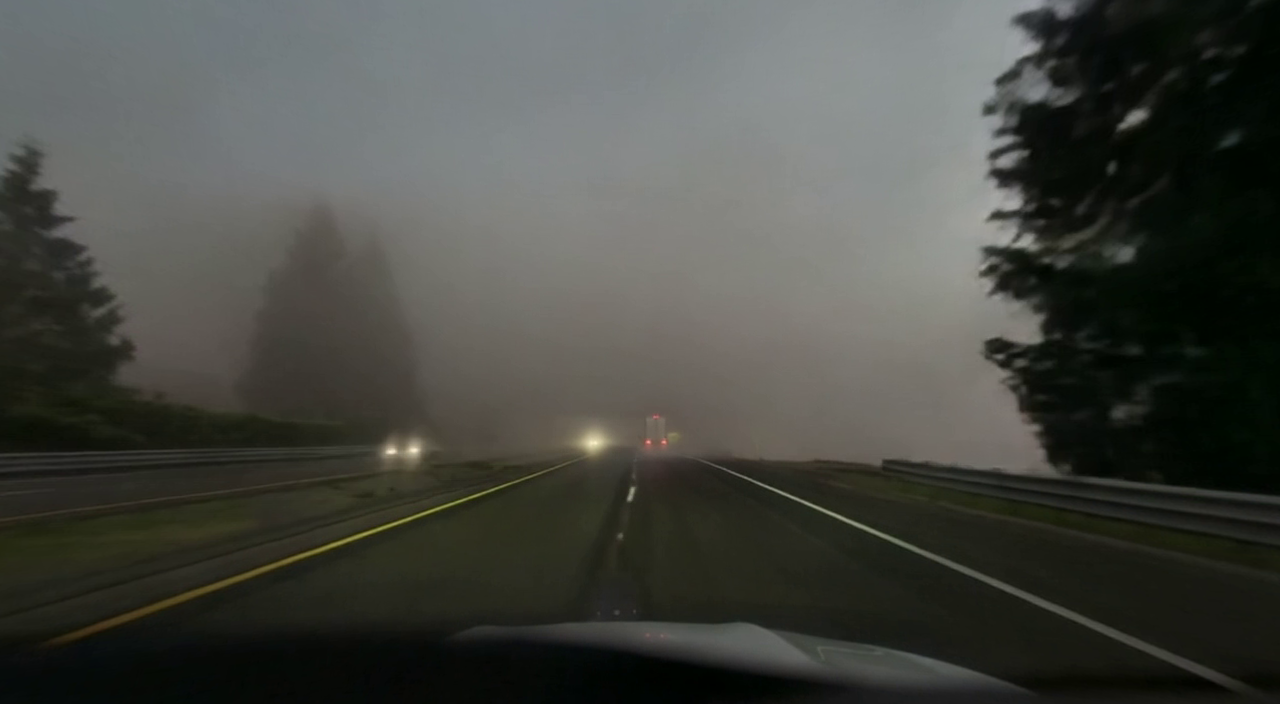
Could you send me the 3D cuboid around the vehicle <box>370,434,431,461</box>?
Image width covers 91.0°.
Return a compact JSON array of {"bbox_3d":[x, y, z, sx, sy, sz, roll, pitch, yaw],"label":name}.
[{"bbox_3d":[-13.662,5.485,36.206,1.865,1.428,4.137,0,-8,0],"label":"vehicle"}]
